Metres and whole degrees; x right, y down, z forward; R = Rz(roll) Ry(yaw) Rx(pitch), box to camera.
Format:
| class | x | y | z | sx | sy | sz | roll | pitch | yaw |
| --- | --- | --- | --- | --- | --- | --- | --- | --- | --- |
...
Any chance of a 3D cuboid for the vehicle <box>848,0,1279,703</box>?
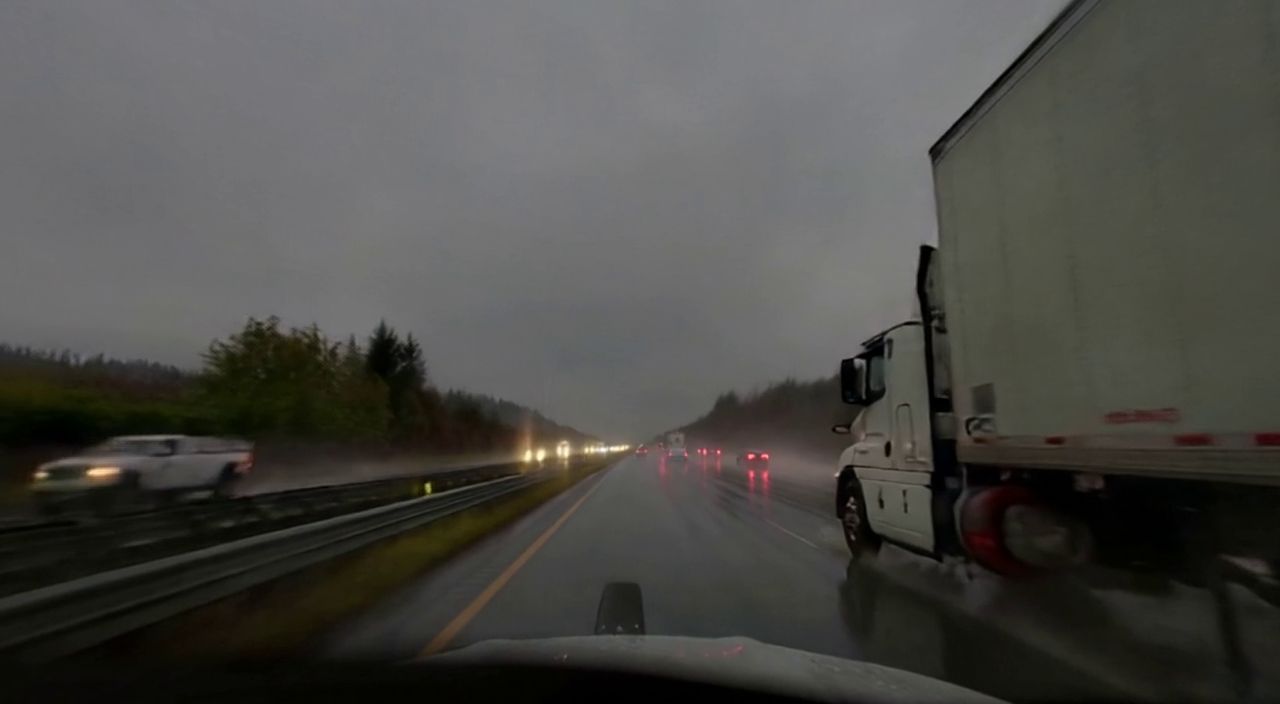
| class | x | y | z | sx | sy | sz | roll | pitch | yaw |
| --- | --- | --- | --- | --- | --- | --- | --- | --- | --- |
| vehicle | 4.004 | -0.293 | 1.858 | 3.015 | 3.877 | 10.370 | 0 | -9 | -1 |
